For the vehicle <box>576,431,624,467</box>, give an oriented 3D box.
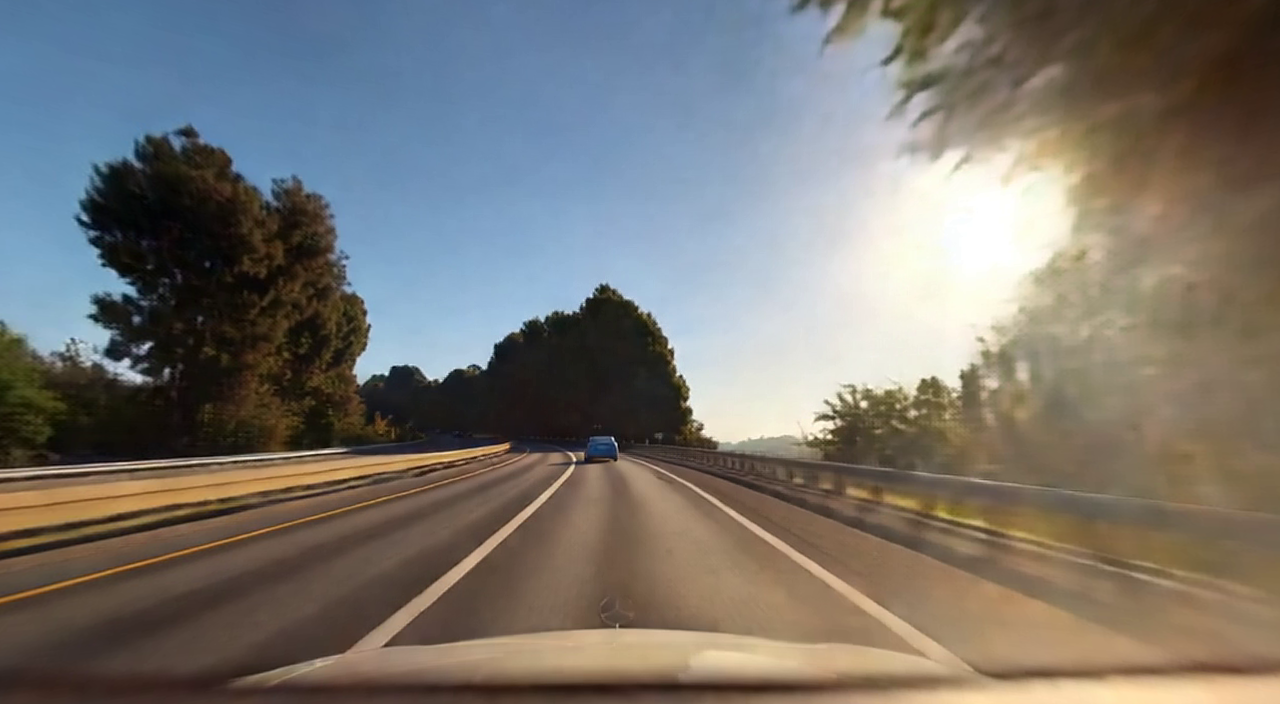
[{"bbox_3d":[-2.216,5.317,34.752,2.452,1.857,4.022,0,-8,-4],"label":"vehicle"}]
